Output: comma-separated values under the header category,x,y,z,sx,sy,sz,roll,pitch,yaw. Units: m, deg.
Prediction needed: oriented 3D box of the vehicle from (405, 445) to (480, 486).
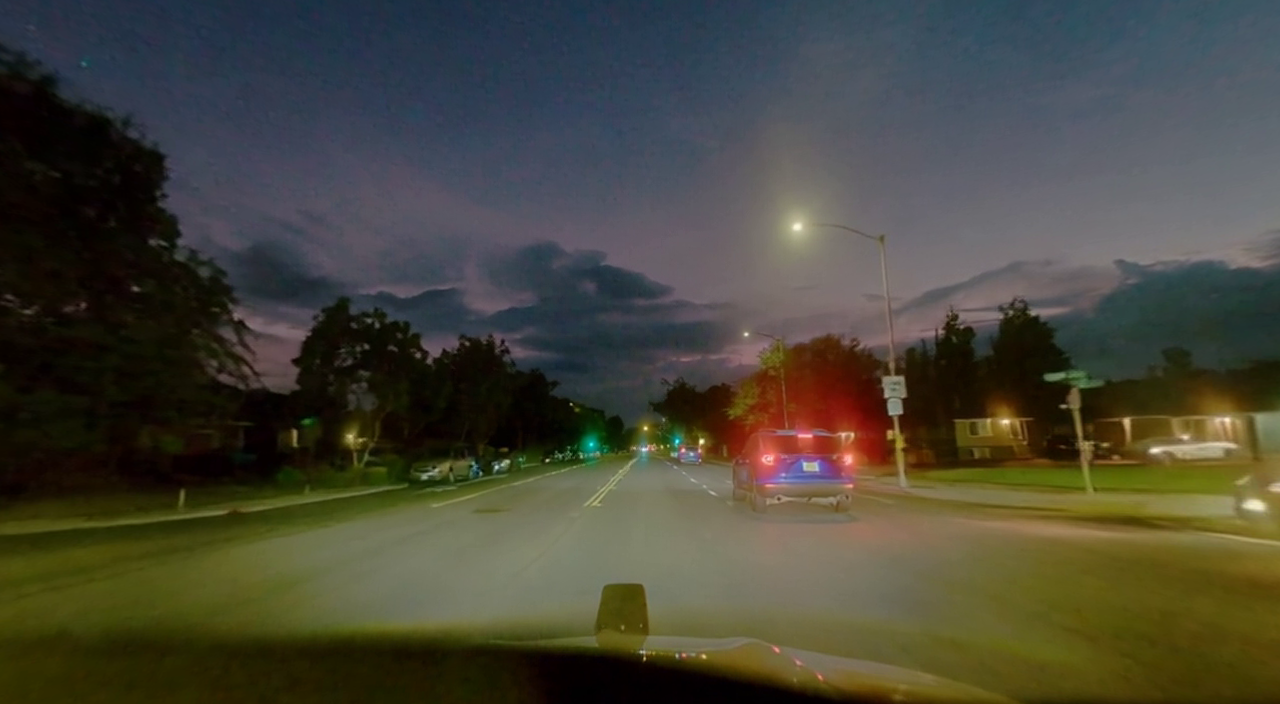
category,x,y,z,sx,sy,sz,roll,pitch,yaw
vehicle,-10.359,5.990,33.638,2.261,1.851,5.724,-4,-9,-1

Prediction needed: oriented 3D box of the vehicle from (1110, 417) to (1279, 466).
category,x,y,z,sx,sy,sz,roll,pitch,yaw
vehicle,27.196,4.391,30.925,6.155,1.968,2.431,-3,-9,0

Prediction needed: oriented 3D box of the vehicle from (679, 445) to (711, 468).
category,x,y,z,sx,sy,sz,roll,pitch,yaw
vehicle,3.740,7.223,43.569,1.956,1.492,4.425,0,-9,1

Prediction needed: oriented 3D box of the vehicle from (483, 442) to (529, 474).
category,x,y,z,sx,sy,sz,roll,pitch,yaw
vehicle,-10.118,8.069,48.041,2.254,2.127,5.697,-2,-9,0

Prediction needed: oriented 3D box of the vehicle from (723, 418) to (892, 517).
category,x,y,z,sx,sy,sz,roll,pitch,yaw
vehicle,3.619,2.676,15.156,2.497,1.889,5.833,0,-9,1

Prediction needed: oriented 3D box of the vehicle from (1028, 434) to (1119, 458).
category,x,y,z,sx,sy,sz,roll,pitch,yaw
vehicle,28.530,6.186,41.568,4.578,1.511,1.857,0,-9,0
